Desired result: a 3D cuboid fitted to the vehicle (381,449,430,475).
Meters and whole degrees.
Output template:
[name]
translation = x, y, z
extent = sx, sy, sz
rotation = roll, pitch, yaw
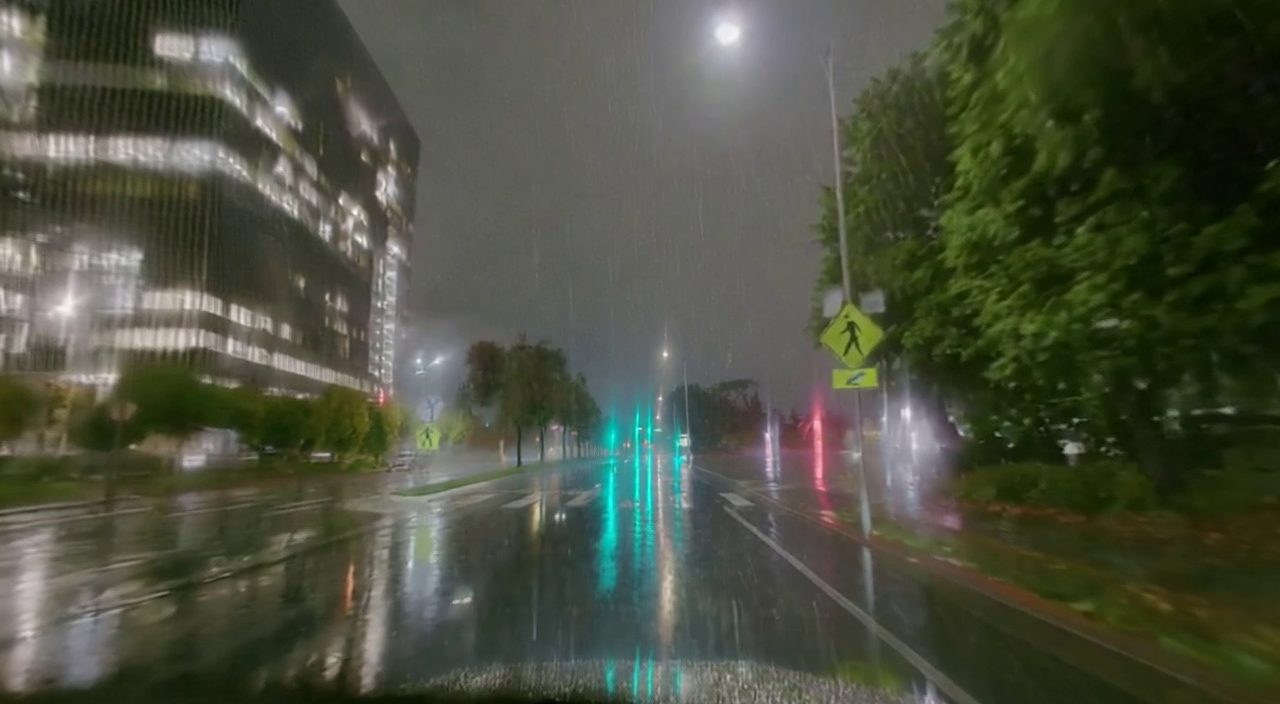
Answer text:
[vehicle]
translation = -16.682, 7.800, 44.947
extent = 1.807, 1.570, 4.557
rotation = -3, -8, -1
